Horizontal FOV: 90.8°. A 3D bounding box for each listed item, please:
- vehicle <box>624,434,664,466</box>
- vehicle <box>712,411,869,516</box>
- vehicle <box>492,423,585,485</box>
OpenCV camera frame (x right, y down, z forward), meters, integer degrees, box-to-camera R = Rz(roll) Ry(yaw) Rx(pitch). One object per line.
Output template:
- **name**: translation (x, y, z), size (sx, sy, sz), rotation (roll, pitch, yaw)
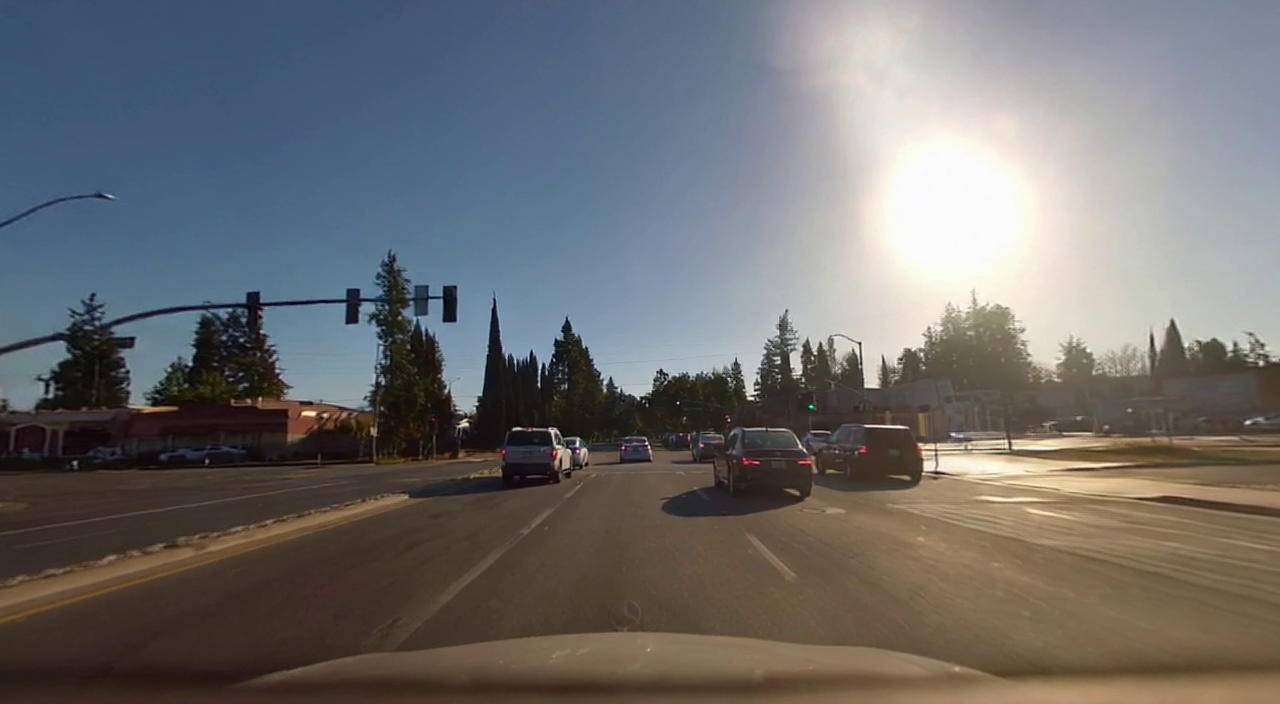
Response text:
- **vehicle**: translation (0.191, 5.558, 35.890), size (2.131, 1.665, 3.926), rotation (0, -8, -2)
- **vehicle**: translation (2.881, 2.286, 13.382), size (2.140, 1.800, 4.660), rotation (0, -8, 0)
- **vehicle**: translation (-3.214, 3.363, 21.070), size (2.261, 1.820, 4.255), rotation (0, -8, 2)
